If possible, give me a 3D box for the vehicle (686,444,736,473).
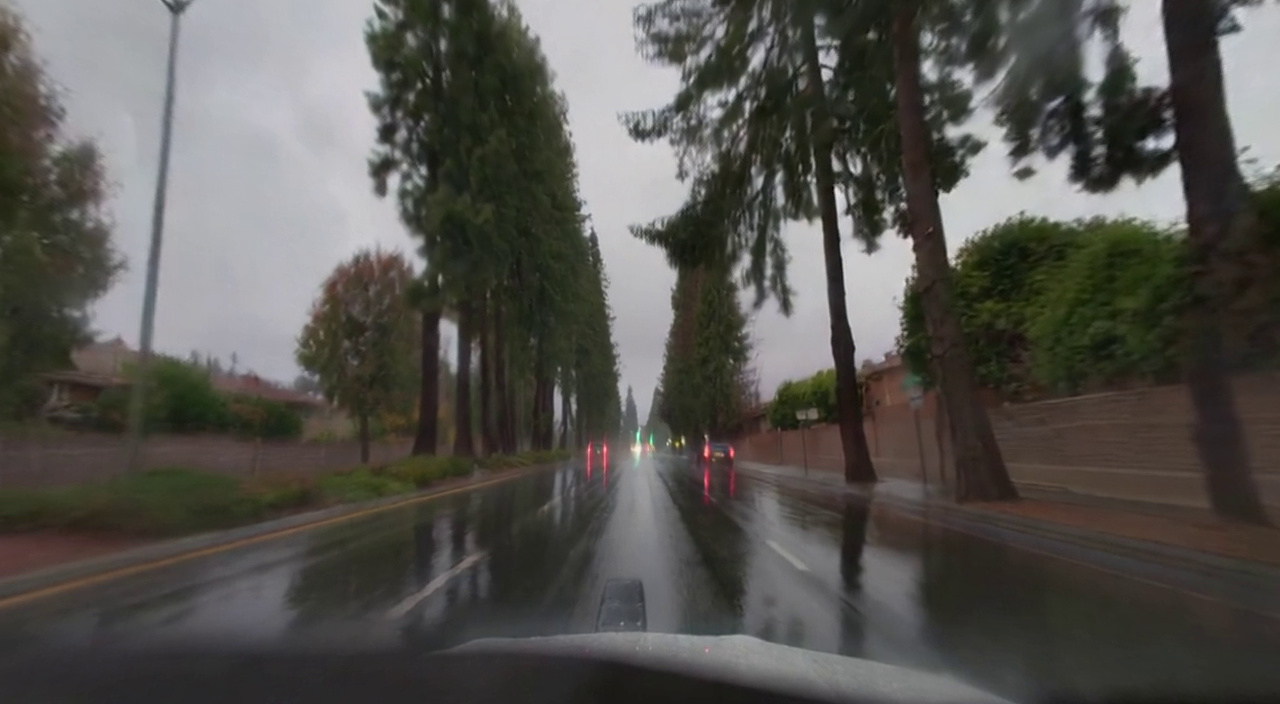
[{"bbox_3d":[3.986,6.056,36.132,2.237,1.578,4.621,0,-8,-1],"label":"vehicle"}]
